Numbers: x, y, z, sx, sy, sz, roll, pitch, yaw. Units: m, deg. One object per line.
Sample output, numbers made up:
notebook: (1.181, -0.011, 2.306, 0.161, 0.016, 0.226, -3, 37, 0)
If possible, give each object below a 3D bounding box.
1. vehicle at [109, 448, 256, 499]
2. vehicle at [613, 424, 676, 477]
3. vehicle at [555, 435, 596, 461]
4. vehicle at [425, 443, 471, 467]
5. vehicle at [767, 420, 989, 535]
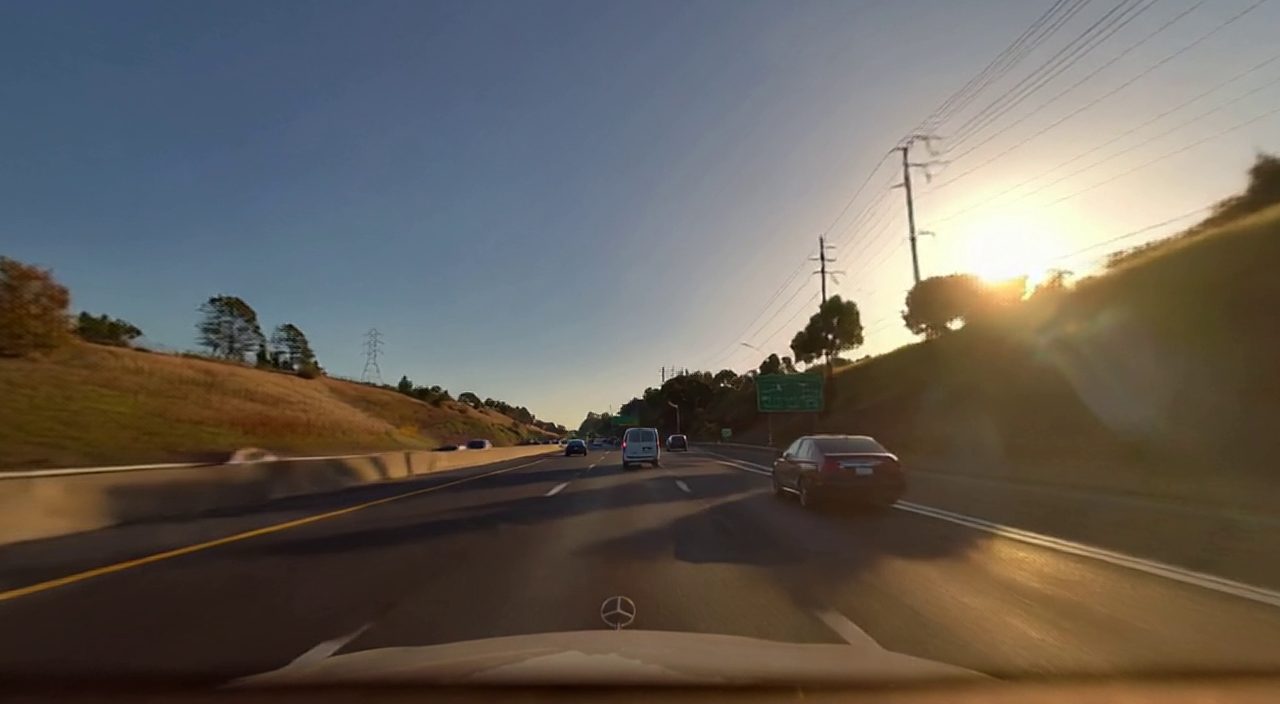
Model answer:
vehicle: (-15.456, 4.077, 21.627, 1.940, 1.466, 4.157, 0, -8, -1)
vehicle: (0.105, 3.658, 23.732, 2.159, 1.811, 4.238, 0, -8, -1)
vehicle: (-3.957, 5.991, 39.501, 2.093, 1.517, 4.648, 0, -8, 0)
vehicle: (-12.222, 6.556, 40.350, 1.904, 1.452, 3.703, 0, -7, -2)
vehicle: (3.757, 2.043, 11.061, 1.923, 1.562, 4.691, 0, -8, -2)
